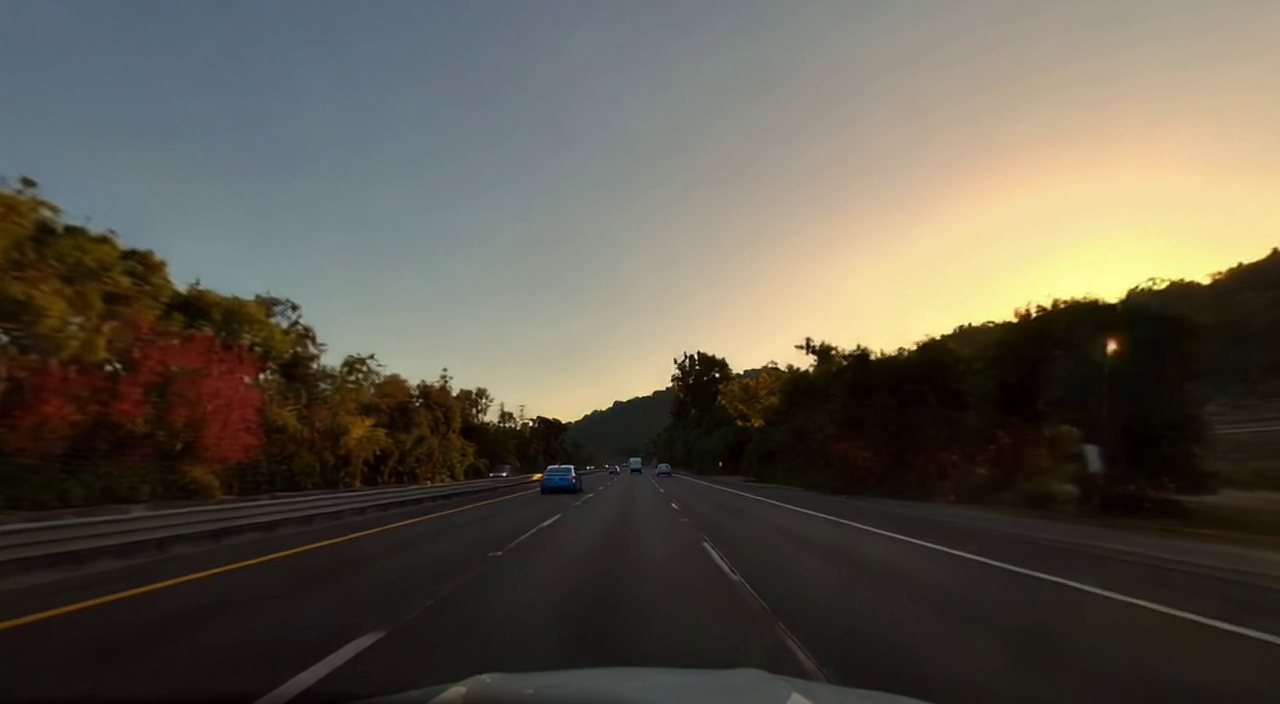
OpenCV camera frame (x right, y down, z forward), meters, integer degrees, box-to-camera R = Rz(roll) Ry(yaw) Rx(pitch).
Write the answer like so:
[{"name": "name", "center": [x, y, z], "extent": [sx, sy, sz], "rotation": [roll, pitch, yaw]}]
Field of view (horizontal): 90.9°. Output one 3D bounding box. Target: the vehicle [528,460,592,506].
[{"name": "vehicle", "center": [-2.908, 4.879, 23.717], "extent": [1.797, 1.532, 4.072], "rotation": [1, -10, 1]}]
